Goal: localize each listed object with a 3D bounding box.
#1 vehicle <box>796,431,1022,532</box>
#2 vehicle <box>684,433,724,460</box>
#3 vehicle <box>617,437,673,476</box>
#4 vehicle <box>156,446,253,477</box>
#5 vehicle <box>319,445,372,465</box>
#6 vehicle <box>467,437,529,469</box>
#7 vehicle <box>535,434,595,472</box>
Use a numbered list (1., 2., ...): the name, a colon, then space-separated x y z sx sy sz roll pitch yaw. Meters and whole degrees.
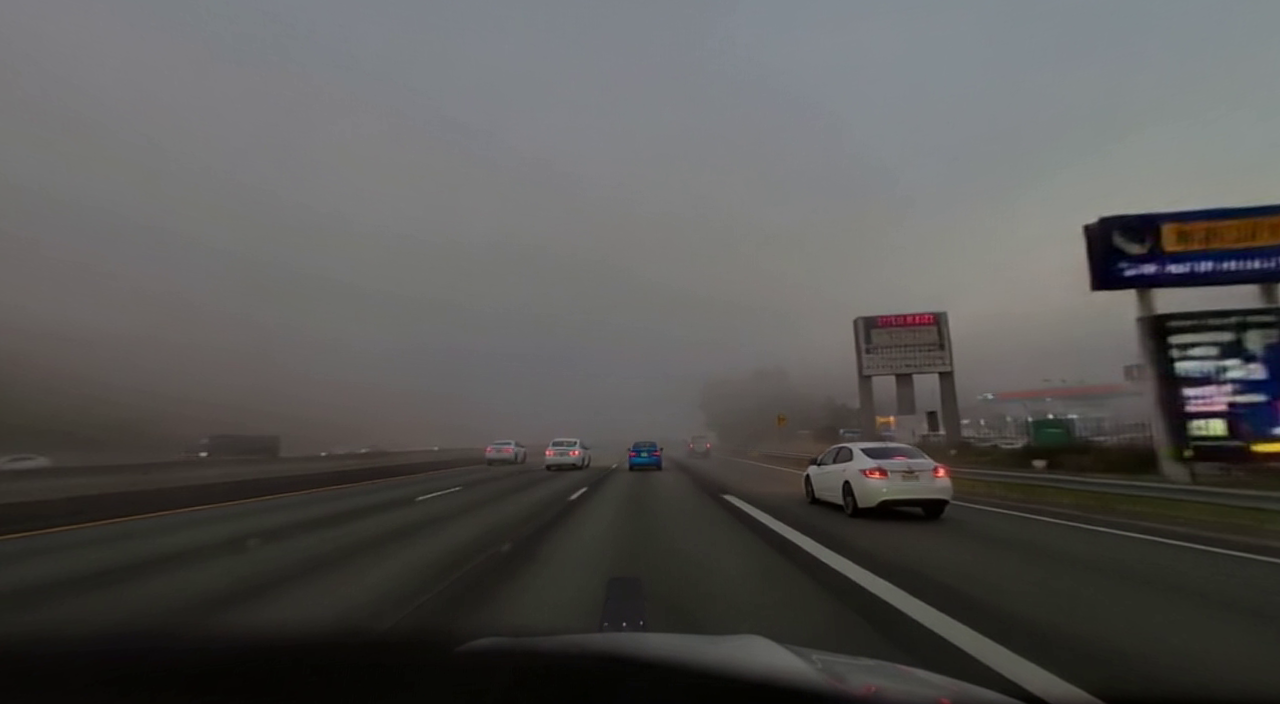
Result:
1. vehicle: 4.450 2.197 11.373 2.030 1.442 4.358 0 -8 -2
2. vehicle: 4.459 6.623 44.442 2.261 1.781 4.709 0 -8 0
3. vehicle: 0.196 4.266 26.006 2.113 1.464 4.073 0 -8 1
4. vehicle: -21.723 5.437 31.666 1.865 1.443 4.156 0 -8 0
5. vehicle: -21.417 7.477 45.978 1.830 1.432 4.076 0 -8 1
6. vehicle: -7.029 5.051 31.690 1.932 1.497 4.458 0 -8 1
7. vehicle: -3.309 4.580 28.813 1.927 1.586 5.142 0 -8 2
